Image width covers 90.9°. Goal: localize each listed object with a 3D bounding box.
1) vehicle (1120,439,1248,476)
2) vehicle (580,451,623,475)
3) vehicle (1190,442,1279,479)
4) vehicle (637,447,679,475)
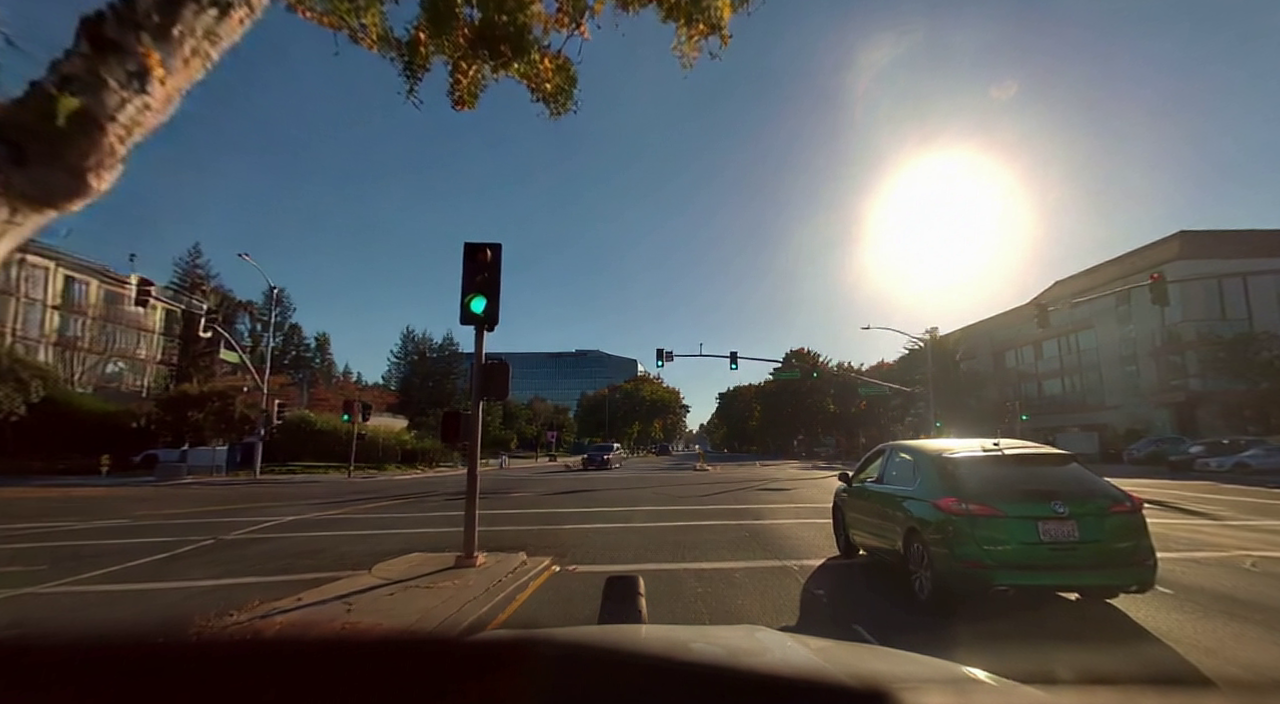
[{"bbox_3d":[25.572,4.942,29.745,4.441,1.674,2.035,1,-8,-9],"label":"vehicle"},{"bbox_3d":[-2.579,7.574,43.295,2.076,1.476,3.873,-2,-8,11],"label":"vehicle"},{"bbox_3d":[25.965,4.484,26.298,4.644,1.470,1.922,1,-8,-10],"label":"vehicle"},{"bbox_3d":[1.253,7.096,41.366,2.197,1.739,4.177,-2,-8,10],"label":"vehicle"}]
